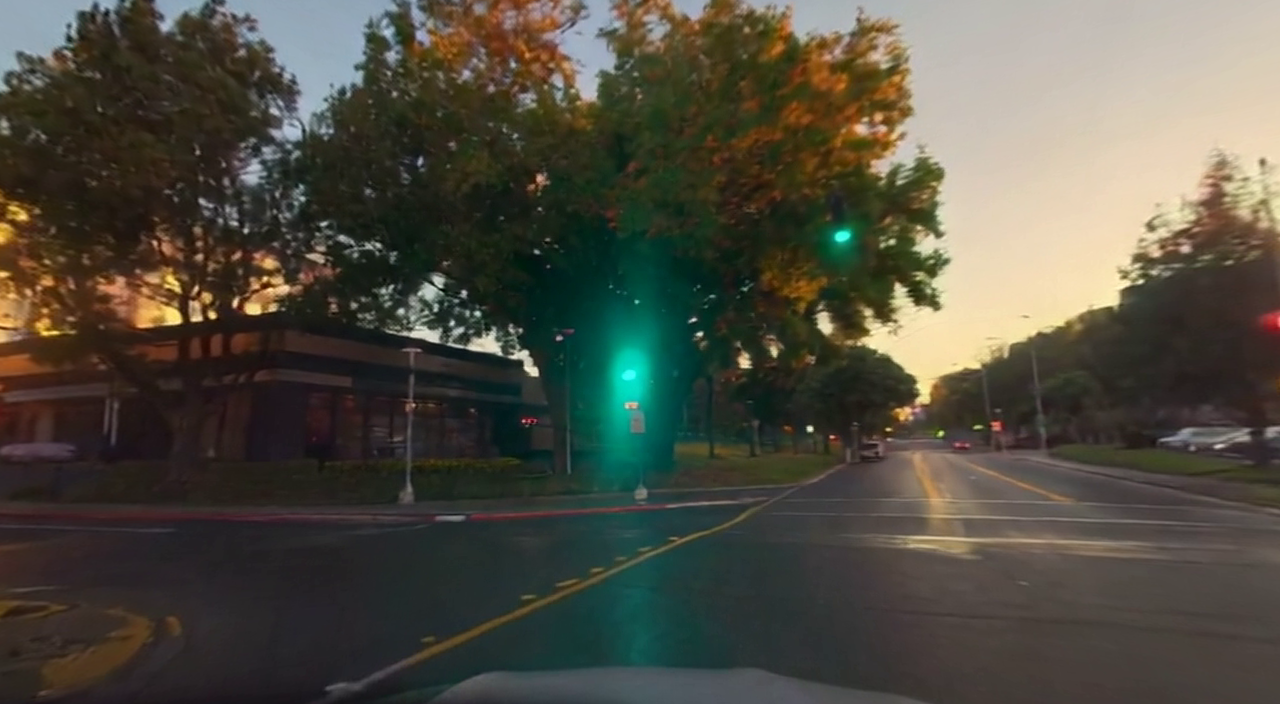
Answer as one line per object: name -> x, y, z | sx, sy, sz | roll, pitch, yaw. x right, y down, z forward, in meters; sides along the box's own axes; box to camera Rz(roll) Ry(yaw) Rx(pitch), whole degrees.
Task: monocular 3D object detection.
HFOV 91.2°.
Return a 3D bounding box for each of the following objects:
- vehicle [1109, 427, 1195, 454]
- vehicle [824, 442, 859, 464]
vehicle -> 29.516, 5.114, 36.220 | 3.426, 1.405, 1.553 | -5, -9, 21
vehicle -> 14.455, 7.248, 44.895 | 1.964, 1.497, 3.674 | -4, -10, 23
